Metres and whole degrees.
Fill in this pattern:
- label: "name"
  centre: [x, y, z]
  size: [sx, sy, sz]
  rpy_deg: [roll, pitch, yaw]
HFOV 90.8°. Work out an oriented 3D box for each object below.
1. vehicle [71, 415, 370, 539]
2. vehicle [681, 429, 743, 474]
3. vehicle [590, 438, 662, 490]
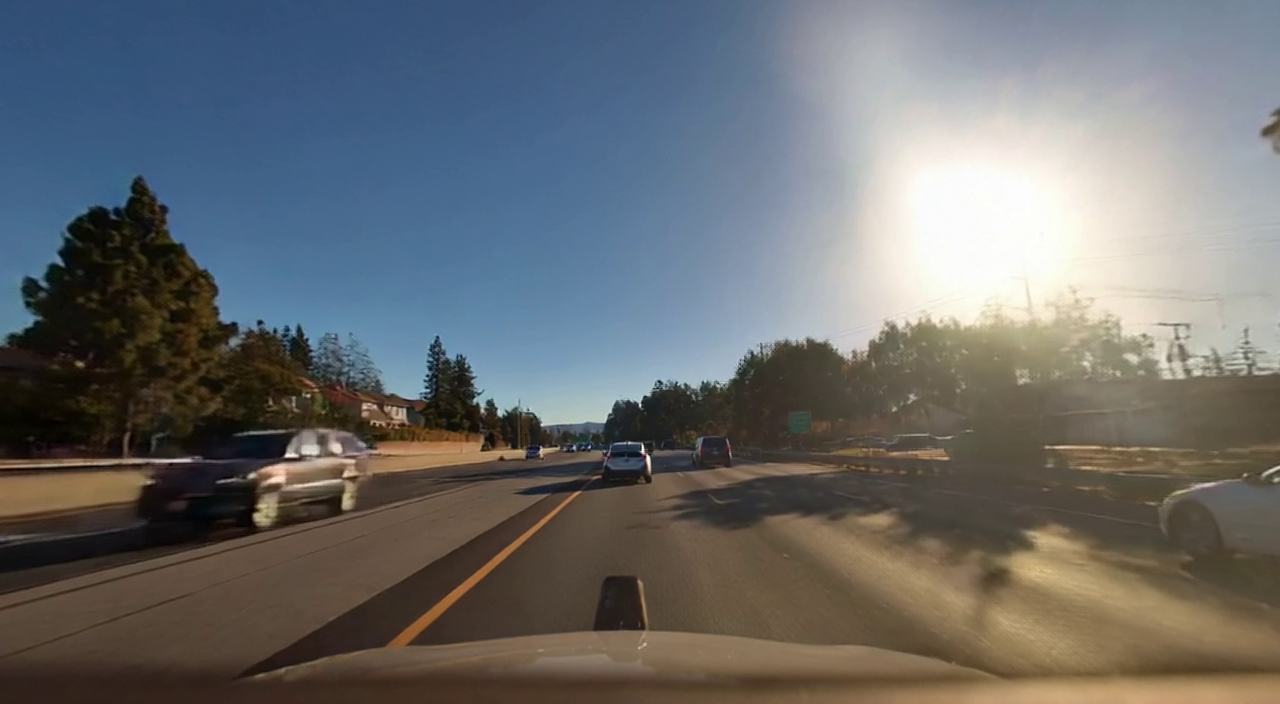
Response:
- label: "vehicle"
  centre: [-7.325, 2.226, 11.962]
  size: [2.205, 1.832, 5.001]
  rpy_deg: [0, -8, 0]
- label: "vehicle"
  centre: [3.196, 4.524, 28.875]
  size: [2.186, 1.842, 4.553]
  rpy_deg: [0, -8, -1]
- label: "vehicle"
  centre: [-0.383, 3.464, 19.826]
  size: [2.040, 1.451, 3.736]
  rpy_deg: [0, -8, 0]
